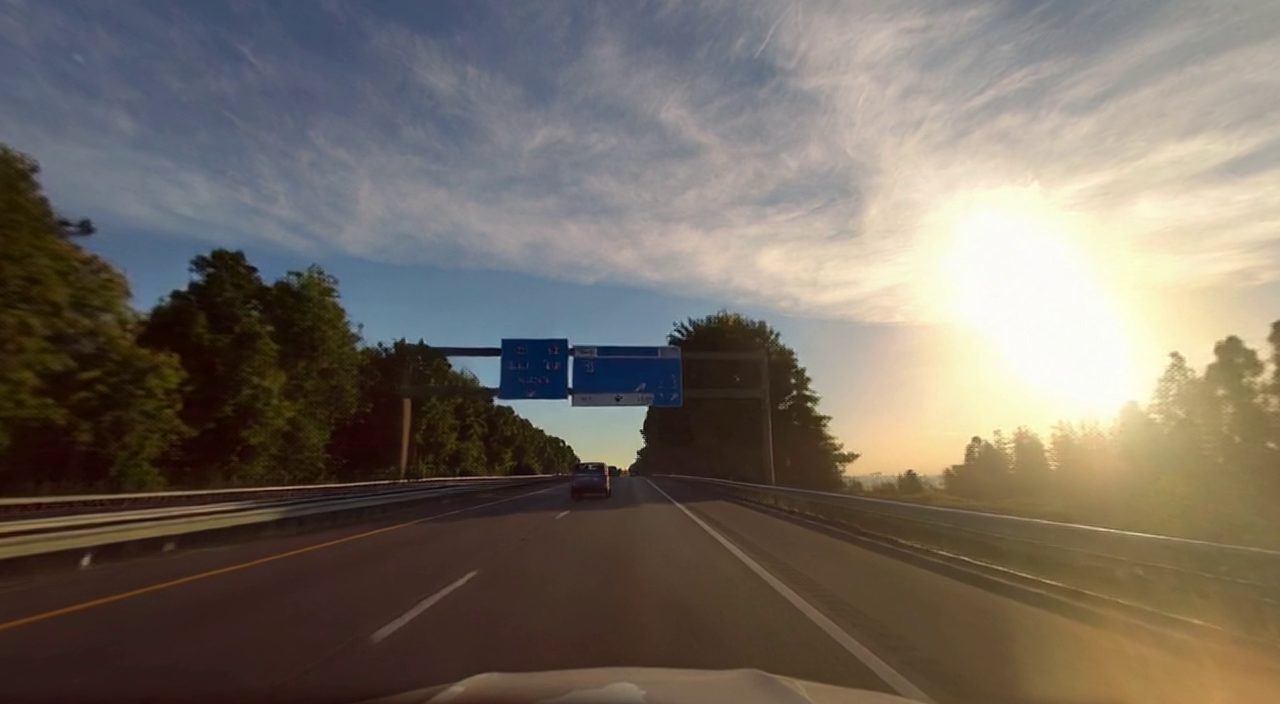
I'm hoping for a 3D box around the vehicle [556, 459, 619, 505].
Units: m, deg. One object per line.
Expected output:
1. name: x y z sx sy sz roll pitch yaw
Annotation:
1. vehicle: -2.054 5.298 25.950 2.107 1.668 4.554 1 -11 1
